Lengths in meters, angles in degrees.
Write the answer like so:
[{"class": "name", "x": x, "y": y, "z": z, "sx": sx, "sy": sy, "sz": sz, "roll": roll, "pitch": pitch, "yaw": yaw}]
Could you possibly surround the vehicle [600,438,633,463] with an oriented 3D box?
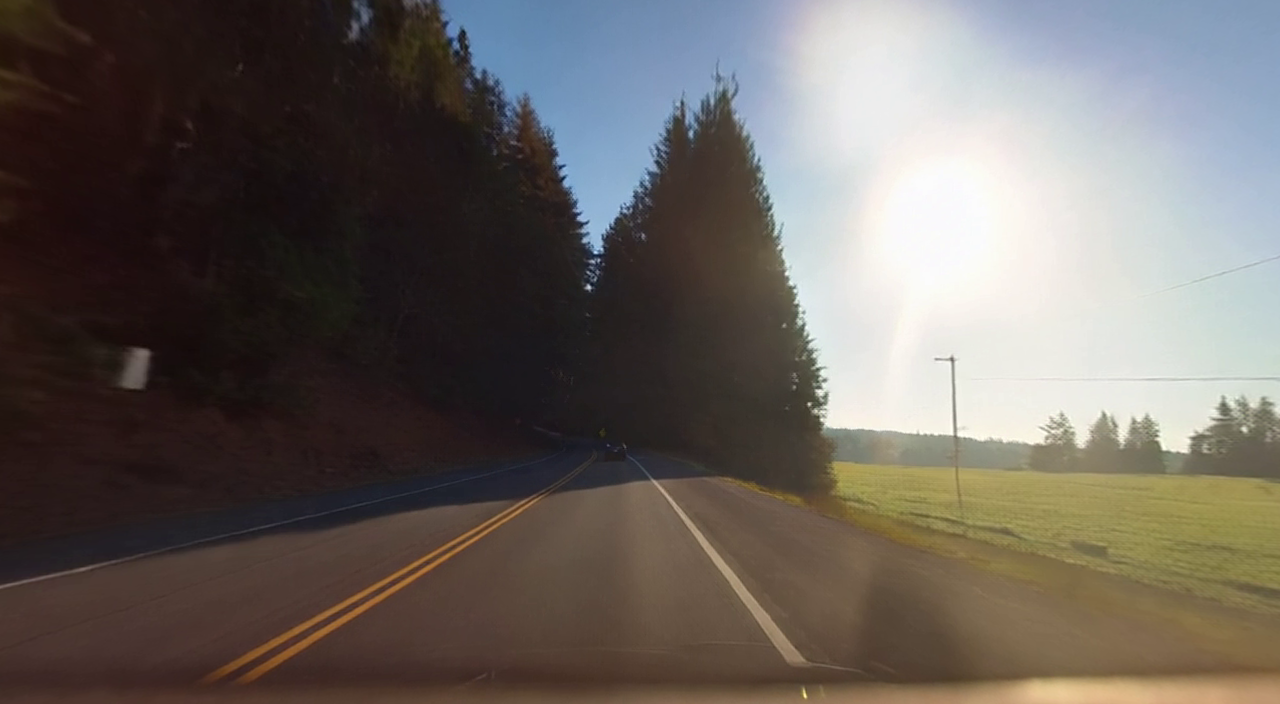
[{"class": "vehicle", "x": -1.498, "y": 6.340, "z": 40.785, "sx": 2.042, "sy": 1.489, "sz": 3.963, "roll": 0, "pitch": -8, "yaw": -1}]
